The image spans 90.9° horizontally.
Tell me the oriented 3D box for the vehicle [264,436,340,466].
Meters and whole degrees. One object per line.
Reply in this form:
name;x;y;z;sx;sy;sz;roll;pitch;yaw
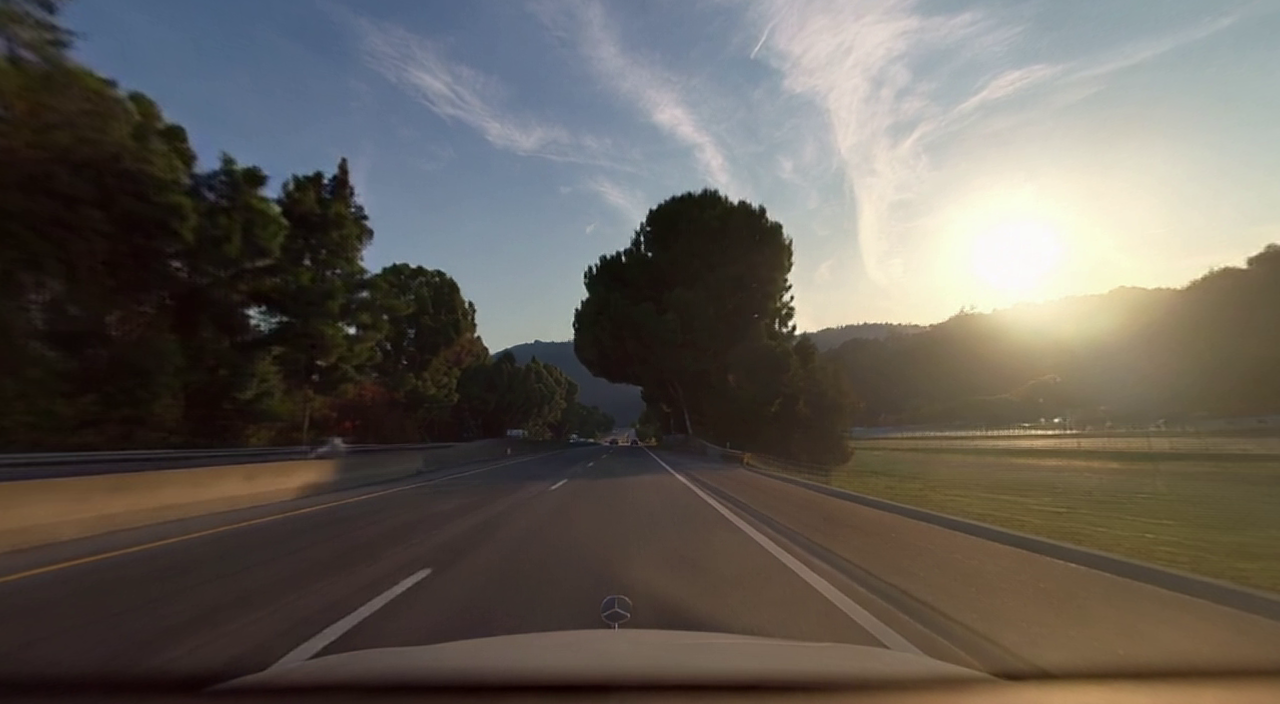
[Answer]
vehicle;-17.065;4.983;32.012;1.763;1.421;3.824;0;-8;0
